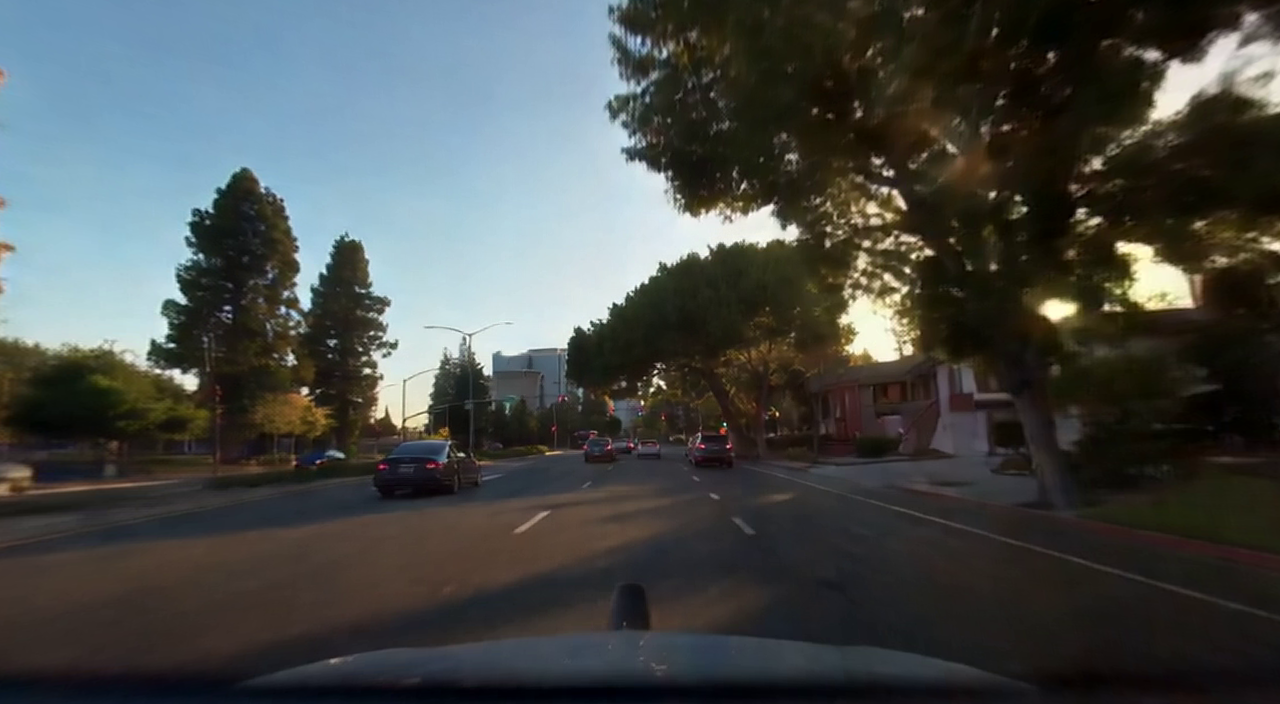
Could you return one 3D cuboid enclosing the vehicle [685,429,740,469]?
[{"bbox_3d":[3.504,4.810,31.375,2.141,1.833,4.704,0,-8,-1],"label":"vehicle"}]

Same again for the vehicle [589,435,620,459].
[{"bbox_3d":[-2.662,7.152,47.500,1.912,1.703,4.261,0,-8,2],"label":"vehicle"}]

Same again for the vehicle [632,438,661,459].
[{"bbox_3d":[0.486,6.956,45.422,2.021,1.461,3.862,0,-8,1],"label":"vehicle"}]

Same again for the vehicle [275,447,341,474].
[{"bbox_3d":[-19.614,6.390,37.238,1.717,1.486,4.238,0,-8,-2],"label":"vehicle"}]

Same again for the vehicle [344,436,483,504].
[{"bbox_3d":[-5.537,2.926,16.086,1.926,1.465,4.620,0,-8,-1],"label":"vehicle"}]
